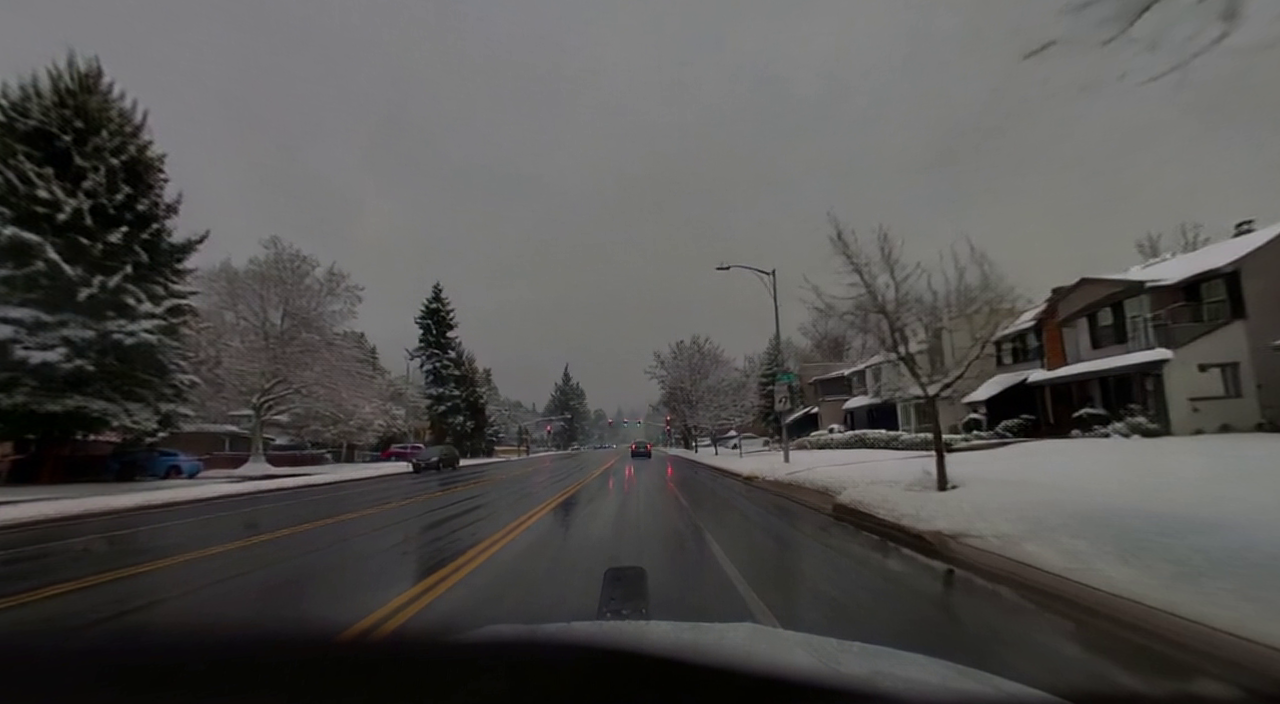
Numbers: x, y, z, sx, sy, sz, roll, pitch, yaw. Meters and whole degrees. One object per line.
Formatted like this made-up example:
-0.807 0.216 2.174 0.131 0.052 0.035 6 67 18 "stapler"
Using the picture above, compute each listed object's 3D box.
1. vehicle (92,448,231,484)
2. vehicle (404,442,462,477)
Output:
-22.861 5.441 30.297 4.791 1.564 2.125 0 -9 -5 "vehicle"
-14.226 7.383 43.704 2.337 1.850 5.448 -4 -6 -2 "vehicle"
